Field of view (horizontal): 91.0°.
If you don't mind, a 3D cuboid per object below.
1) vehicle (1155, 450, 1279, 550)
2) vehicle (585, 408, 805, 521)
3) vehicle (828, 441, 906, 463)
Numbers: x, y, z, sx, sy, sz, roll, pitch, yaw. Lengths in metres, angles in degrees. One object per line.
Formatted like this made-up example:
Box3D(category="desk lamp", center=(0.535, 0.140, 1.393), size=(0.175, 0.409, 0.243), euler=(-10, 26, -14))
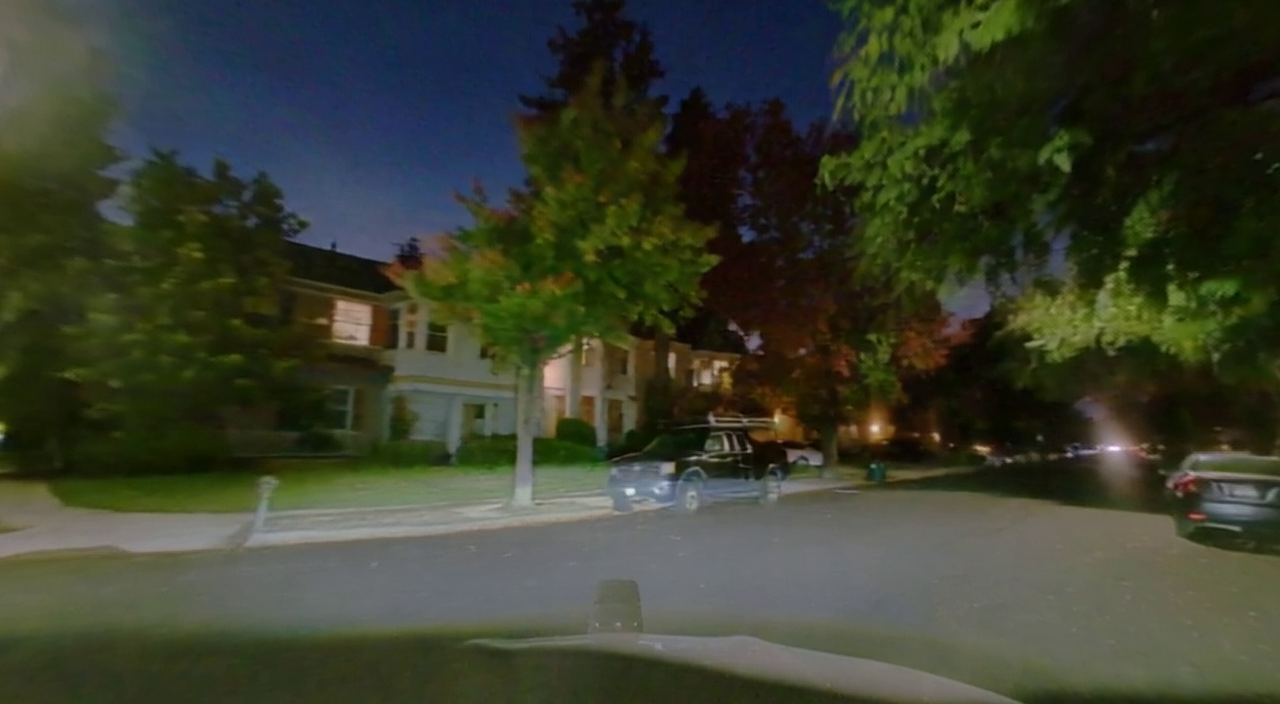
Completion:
Box3D(category="vehicle", center=(10.669, 2.481, 11.216), size=(1.959, 1.431, 4.647), euler=(-6, -11, 36))
Box3D(category="vehicle", center=(1.592, 2.578, 14.847), size=(2.337, 2.084, 6.088), euler=(-7, -11, 35))
Box3D(category="vehicle", center=(16.818, 7.393, 46.792), size=(4.977, 1.558, 2.079), euler=(-6, -11, 37))
